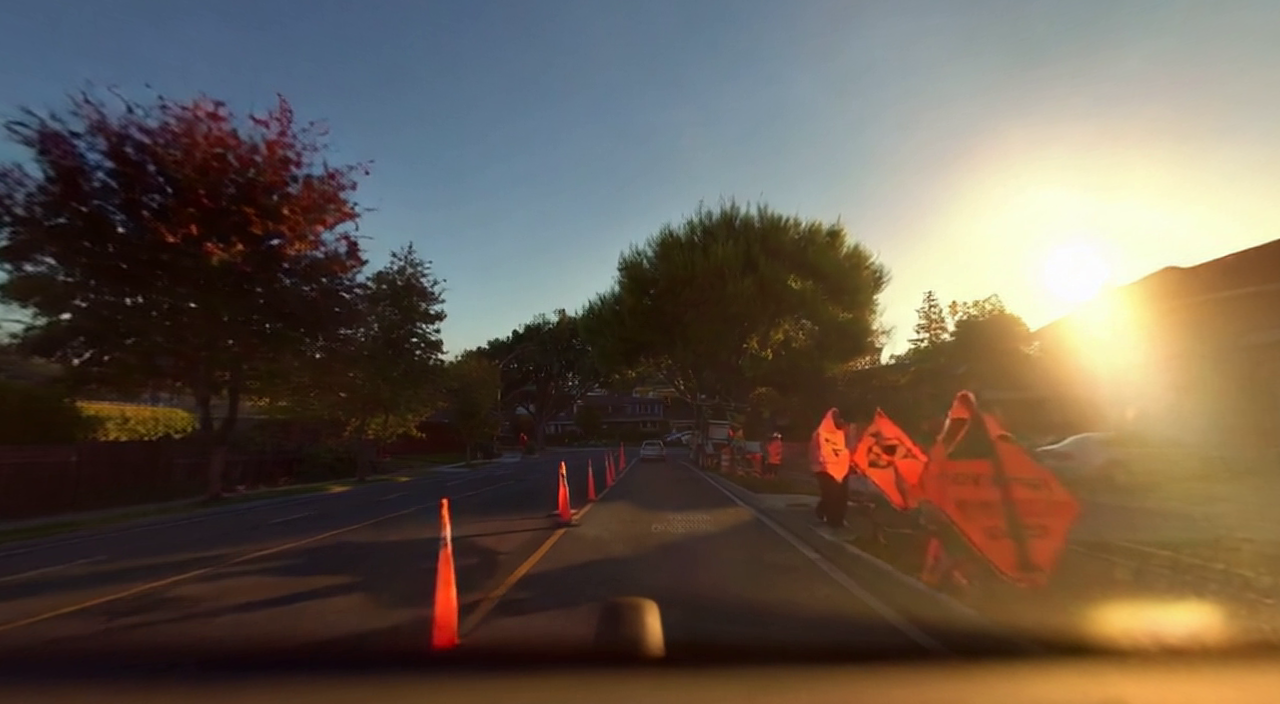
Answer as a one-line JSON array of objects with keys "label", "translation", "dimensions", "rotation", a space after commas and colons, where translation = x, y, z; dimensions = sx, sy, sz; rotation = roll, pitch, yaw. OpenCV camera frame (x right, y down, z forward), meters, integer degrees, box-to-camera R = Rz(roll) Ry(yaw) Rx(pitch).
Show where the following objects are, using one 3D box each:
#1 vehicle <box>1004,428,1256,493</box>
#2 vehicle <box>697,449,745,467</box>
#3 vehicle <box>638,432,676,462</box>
[{"label": "vehicle", "translation": [11.706, 2.611, 15.340], "dimensions": [4.463, 1.466, 1.813], "rotation": [-1, -8, 5]}, {"label": "vehicle", "translation": [4.169, 5.535, 32.925], "dimensions": [2.123, 0.883, 3.024], "rotation": [0, -8, 1]}, {"label": "vehicle", "translation": [1.011, 5.819, 38.599], "dimensions": [2.151, 1.708, 4.084], "rotation": [0, -8, 1]}]
